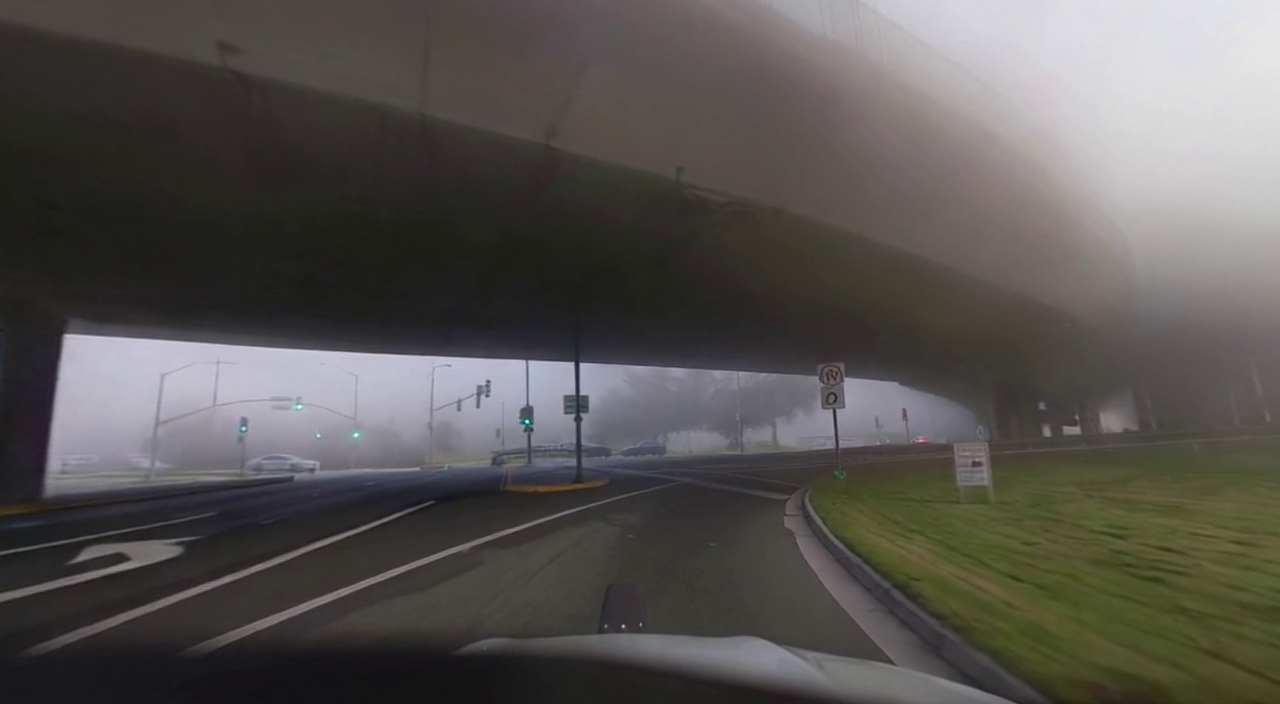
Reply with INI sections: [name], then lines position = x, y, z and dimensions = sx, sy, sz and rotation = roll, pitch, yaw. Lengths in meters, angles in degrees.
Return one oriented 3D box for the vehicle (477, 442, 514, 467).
[vehicle]
position = -10.317, 7.375, 45.364
dimensions = 2.126, 1.717, 4.409
rotation = 1, -9, -7
